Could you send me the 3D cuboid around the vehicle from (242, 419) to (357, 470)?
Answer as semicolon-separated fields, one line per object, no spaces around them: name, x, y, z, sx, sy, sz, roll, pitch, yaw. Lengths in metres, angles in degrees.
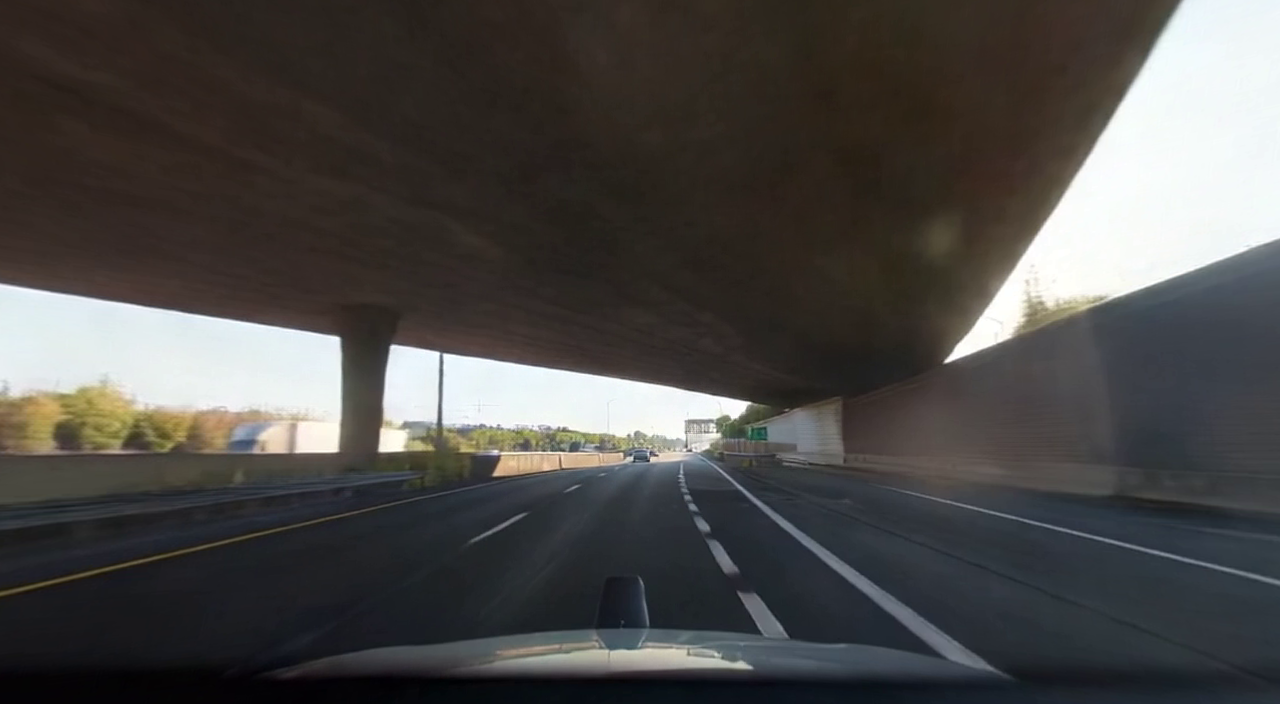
vehicle;-25.012;6.929;47.030;2.961;3.330;9.690;0;-9;1
